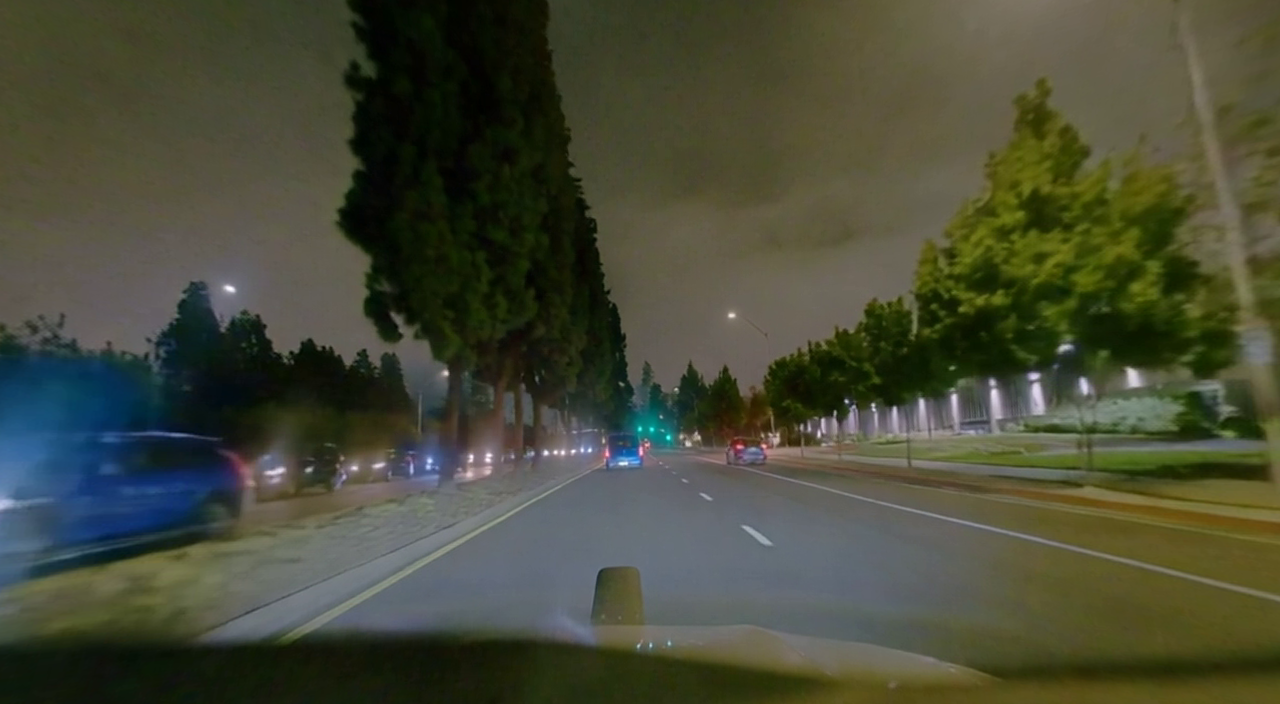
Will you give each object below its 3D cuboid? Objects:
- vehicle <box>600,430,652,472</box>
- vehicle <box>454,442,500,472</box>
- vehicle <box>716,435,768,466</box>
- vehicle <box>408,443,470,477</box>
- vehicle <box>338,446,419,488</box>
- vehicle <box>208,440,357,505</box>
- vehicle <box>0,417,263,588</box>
[{"bbox_3d":[-0.702,4.997,32.001,2.411,1.937,5.186,0,-8,-1],"label":"vehicle"},{"bbox_3d":[-11.674,7.506,45.541,2.082,1.824,4.840,-2,-7,-1],"label":"vehicle"},{"bbox_3d":[6.386,6.236,40.154,2.364,1.781,4.854,0,-8,-1],"label":"vehicle"},{"bbox_3d":[-11.536,6.200,36.615,2.042,1.822,4.913,0,-8,-1],"label":"vehicle"},{"bbox_3d":[-11.564,5.089,28.274,1.899,1.607,4.297,-2,-8,-1],"label":"vehicle"},{"bbox_3d":[-11.192,3.773,20.261,2.093,1.816,4.559,0,-8,0],"label":"vehicle"},{"bbox_3d":[-7.986,1.912,8.766,2.184,1.824,5.418,0,-8,0],"label":"vehicle"}]
